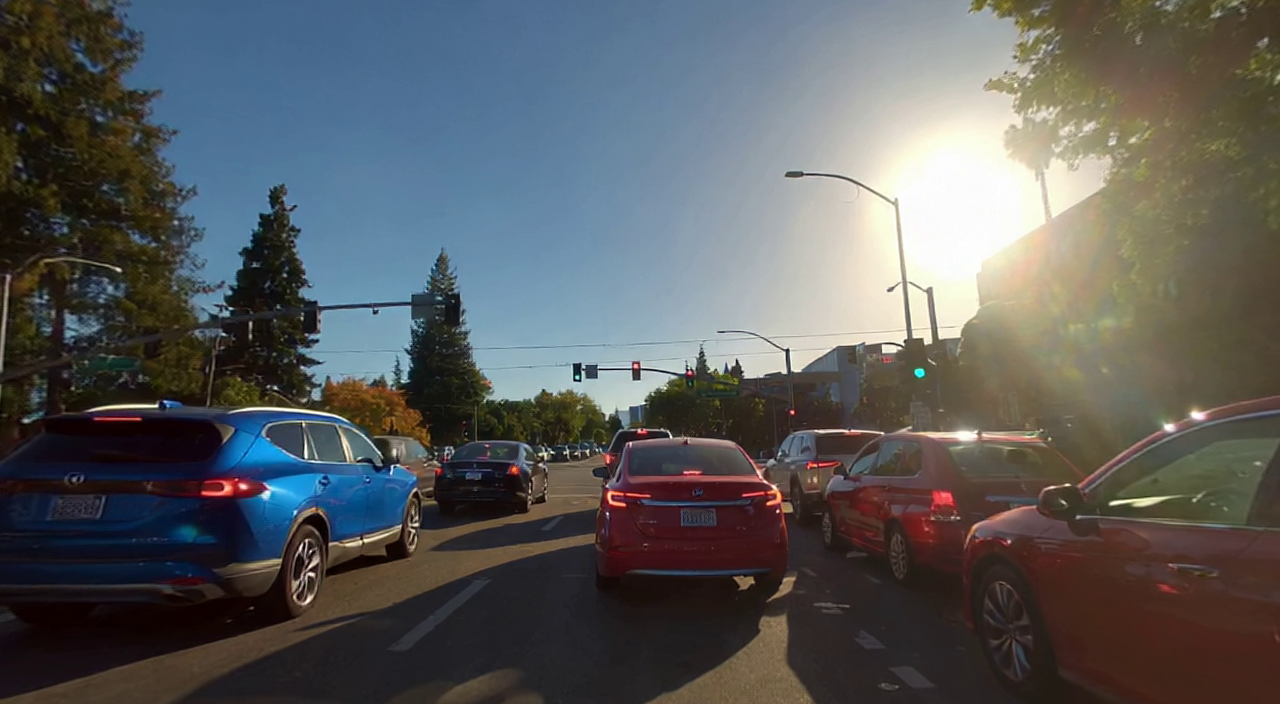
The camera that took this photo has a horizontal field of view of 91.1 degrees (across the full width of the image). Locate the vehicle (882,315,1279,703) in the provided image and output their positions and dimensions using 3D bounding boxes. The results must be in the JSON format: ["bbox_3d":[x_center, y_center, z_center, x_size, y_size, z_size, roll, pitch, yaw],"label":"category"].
[{"bbox_3d":[3.015,0.915,3.048,1.880,1.747,4.500,0,-8,0],"label":"vehicle"}]

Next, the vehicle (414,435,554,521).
[{"bbox_3d":[-3.075,2.562,13.326,1.868,1.516,4.114,0,-8,1],"label":"vehicle"}]

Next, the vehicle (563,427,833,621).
[{"bbox_3d":[0.440,1.603,6.809,2.051,1.460,3.932,0,-8,0],"label":"vehicle"}]

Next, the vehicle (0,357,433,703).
[{"bbox_3d":[-3.469,1.217,5.285,1.889,1.767,4.289,0,-8,1],"label":"vehicle"}]
